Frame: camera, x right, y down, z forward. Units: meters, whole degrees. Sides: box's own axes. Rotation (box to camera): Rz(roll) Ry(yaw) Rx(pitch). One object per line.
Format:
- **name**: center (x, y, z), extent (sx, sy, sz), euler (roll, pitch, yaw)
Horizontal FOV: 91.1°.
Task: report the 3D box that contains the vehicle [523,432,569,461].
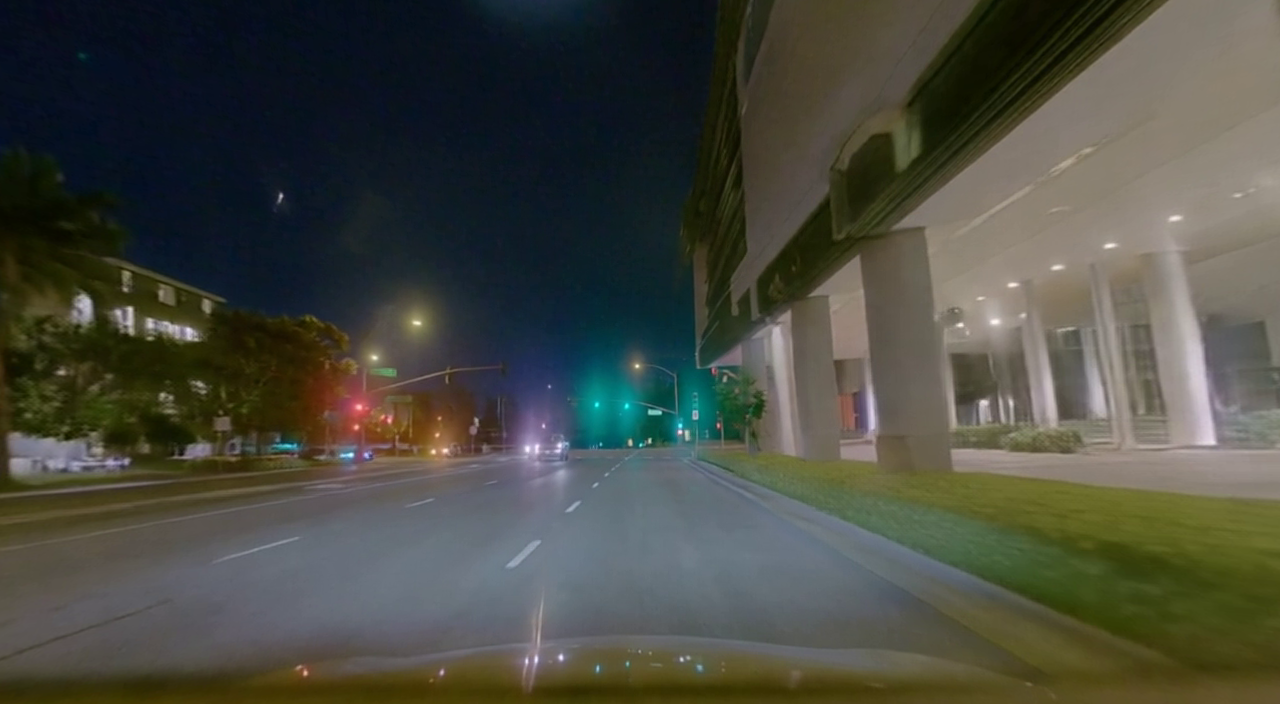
- **vehicle**: center (-6.006, 6.061, 40.539), extent (2.121, 1.731, 4.707), euler (0, -8, 1)
